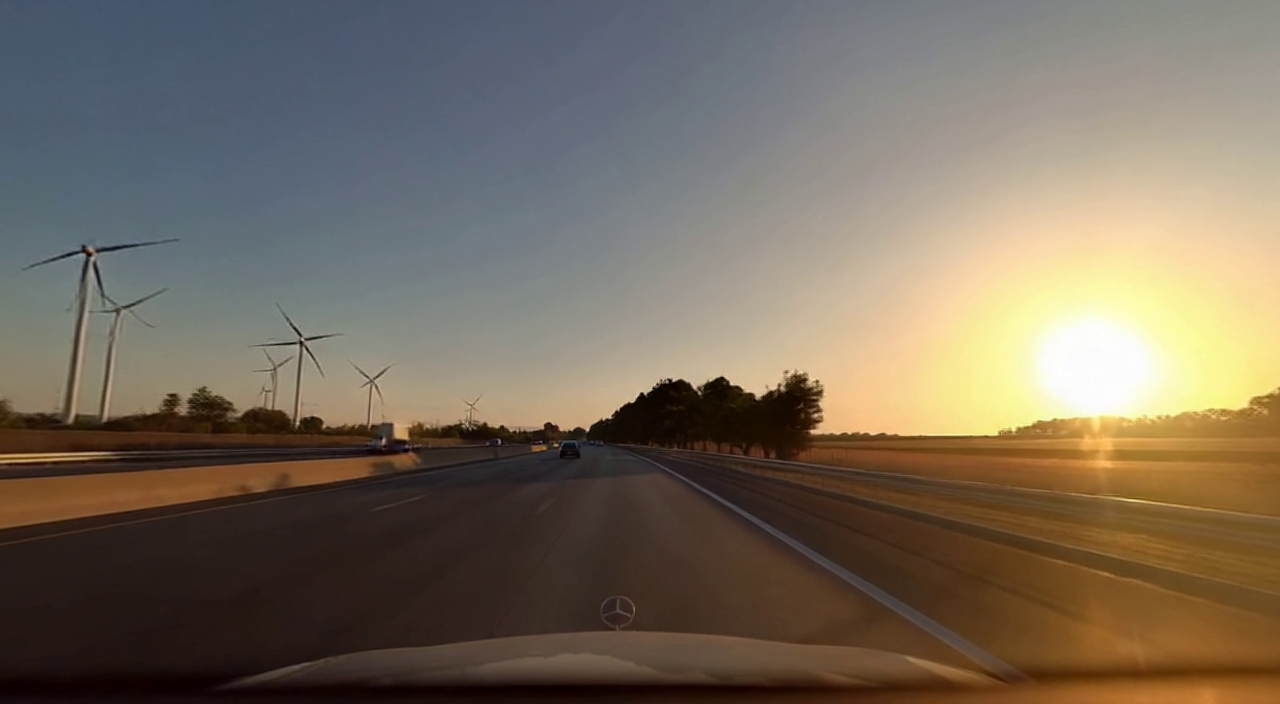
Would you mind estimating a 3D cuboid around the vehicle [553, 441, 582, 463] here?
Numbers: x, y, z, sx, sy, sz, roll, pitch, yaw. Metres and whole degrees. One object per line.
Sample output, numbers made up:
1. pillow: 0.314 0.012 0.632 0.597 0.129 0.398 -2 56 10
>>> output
1. vehicle: -5.587 7.767 49.036 2.053 1.549 4.097 0 -8 -3
